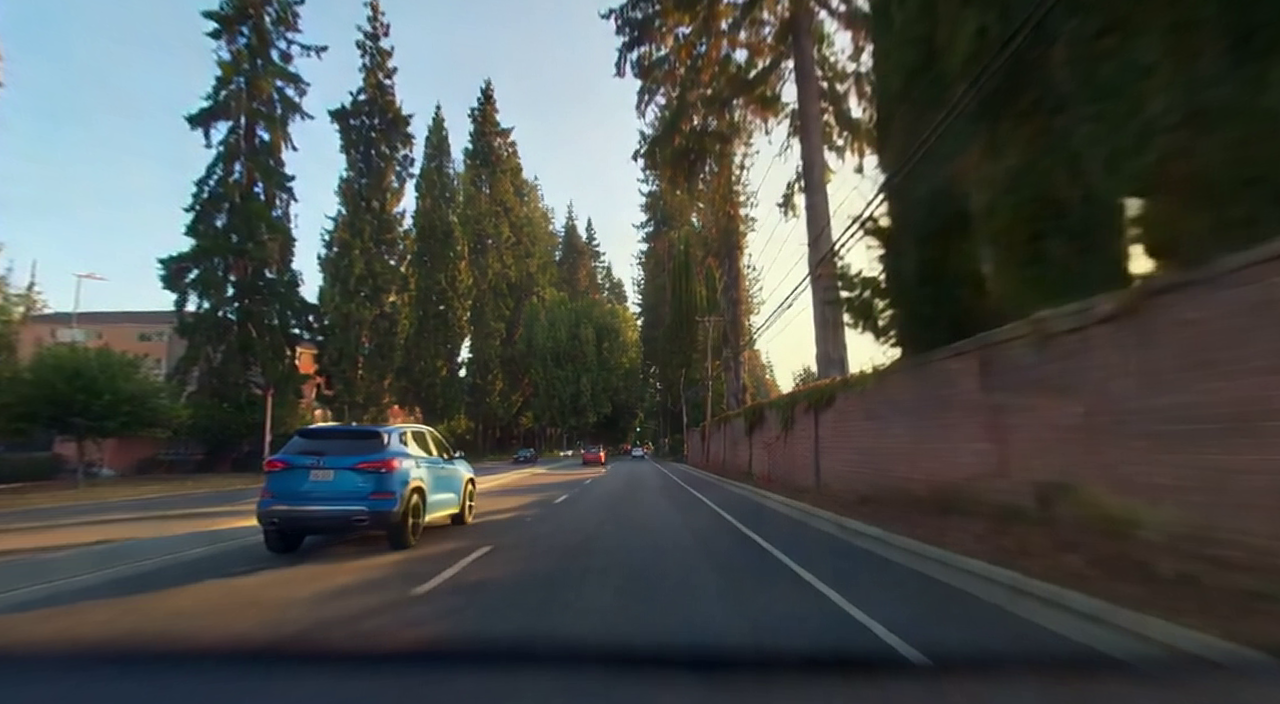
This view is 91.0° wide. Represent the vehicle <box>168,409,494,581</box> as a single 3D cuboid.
[{"bbox_3d":[-3.660,1.781,8.704,2.147,1.730,4.555,0,-8,0],"label":"vehicle"}]
